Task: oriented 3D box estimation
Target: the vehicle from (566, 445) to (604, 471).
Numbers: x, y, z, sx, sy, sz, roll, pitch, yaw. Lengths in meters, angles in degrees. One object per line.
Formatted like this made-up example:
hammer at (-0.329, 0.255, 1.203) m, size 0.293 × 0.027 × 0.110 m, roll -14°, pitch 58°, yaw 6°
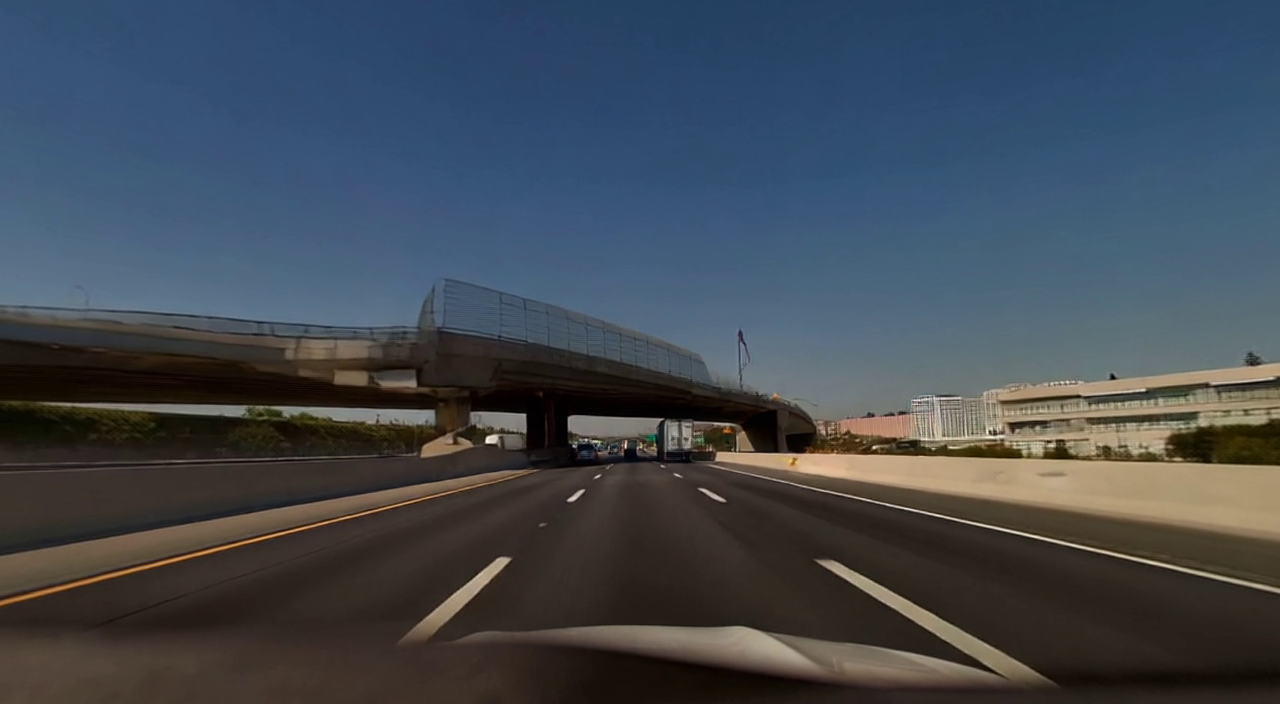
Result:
vehicle at (-3.480, 6.794, 40.533) m, size 2.100 × 1.525 × 4.179 m, roll 0°, pitch -9°, yaw -1°
